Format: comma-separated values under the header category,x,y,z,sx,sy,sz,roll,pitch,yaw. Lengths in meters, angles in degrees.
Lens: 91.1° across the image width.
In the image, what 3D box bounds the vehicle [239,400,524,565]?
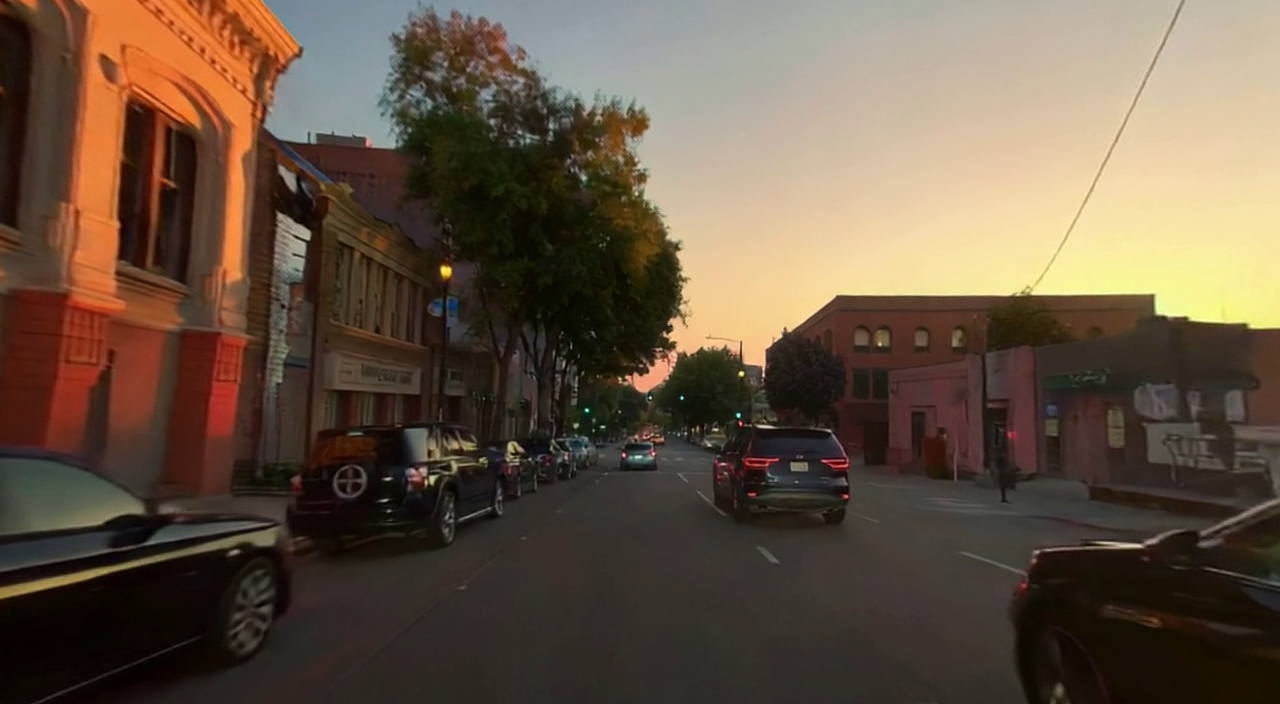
category,x,y,z,sx,sy,sz,roll,pitch,yaw
vehicle,-3.414,1.856,9.815,2.142,1.832,5.373,0,-8,0

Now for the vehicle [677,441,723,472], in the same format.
category,x,y,z,sx,sy,sz,roll,pitch,yaw
vehicle,3.053,5.442,32.914,1.966,1.475,4.528,0,-8,0

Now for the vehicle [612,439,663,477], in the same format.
category,x,y,z,sx,sy,sz,roll,pitch,yaw
vehicle,-0.110,4.497,26.881,2.007,1.460,3.923,0,-8,0

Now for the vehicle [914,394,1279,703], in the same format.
category,x,y,z,sx,sy,sz,roll,pitch,yaw
vehicle,2.471,0.774,0.908,2.080,1.495,4.591,0,-8,0

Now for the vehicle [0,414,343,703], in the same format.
category,x,y,z,sx,sy,sz,roll,pitch,yaw
vehicle,-3.453,1.014,2.613,1.972,1.471,4.795,0,-8,2

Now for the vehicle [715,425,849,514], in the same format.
category,x,y,z,sx,sy,sz,roll,pitch,yaw
vehicle,3.028,2.624,14.529,2.002,1.707,4.547,0,-8,0
